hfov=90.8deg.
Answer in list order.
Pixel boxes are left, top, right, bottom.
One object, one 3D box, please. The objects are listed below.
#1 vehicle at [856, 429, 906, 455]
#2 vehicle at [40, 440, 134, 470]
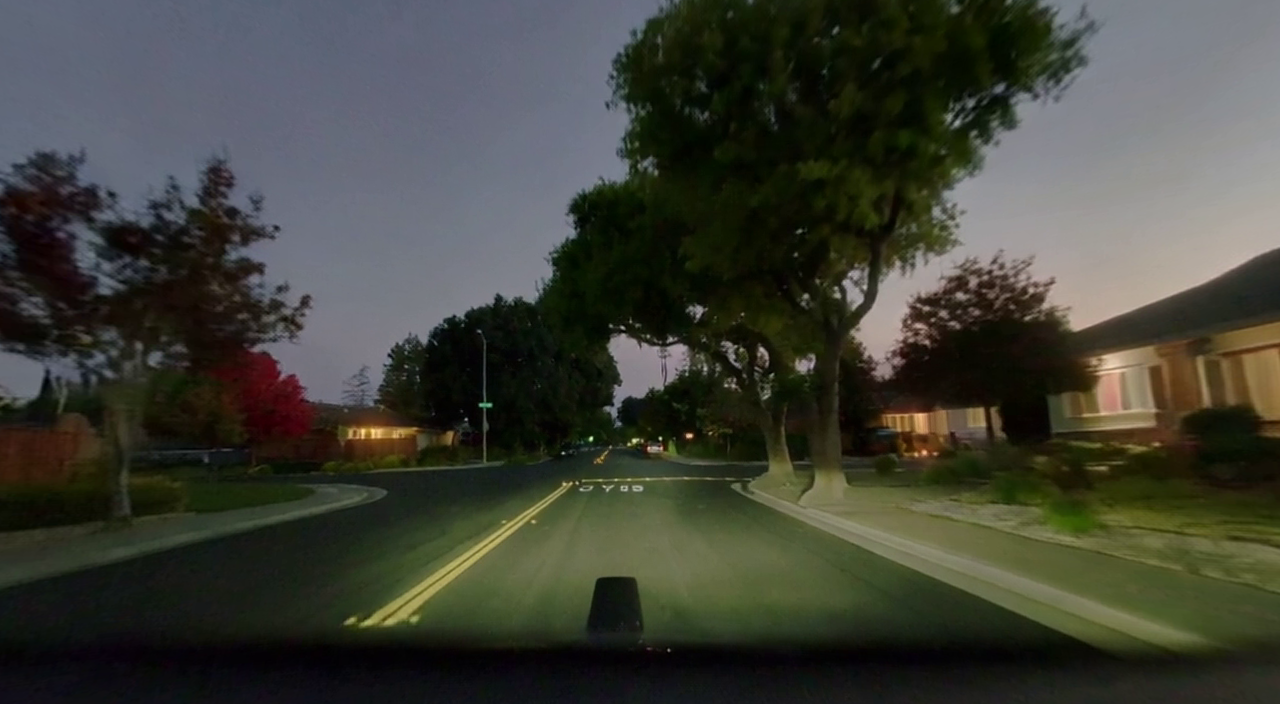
[{"bbox_3d":[18.156,6.747,47.771,2.001,1.750,4.673,0,-6,1],"label":"vehicle"},{"bbox_3d":[-37.265,6.924,42.770,2.016,1.908,4.814,0,-9,-1],"label":"vehicle"}]
